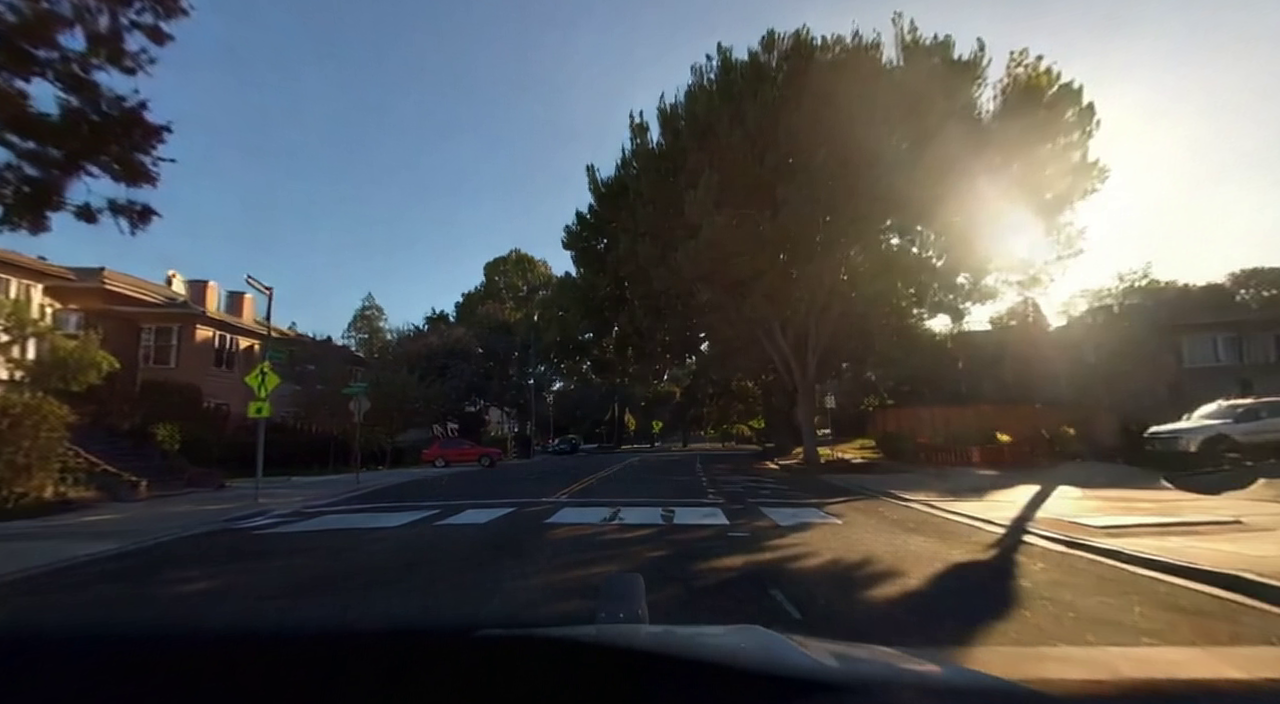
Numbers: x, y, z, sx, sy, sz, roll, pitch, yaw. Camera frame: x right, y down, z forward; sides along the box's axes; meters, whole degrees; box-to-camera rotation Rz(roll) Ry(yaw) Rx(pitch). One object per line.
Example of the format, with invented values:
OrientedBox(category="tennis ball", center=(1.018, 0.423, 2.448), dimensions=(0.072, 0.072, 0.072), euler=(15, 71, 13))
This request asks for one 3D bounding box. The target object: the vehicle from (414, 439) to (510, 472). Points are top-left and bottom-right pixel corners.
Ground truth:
OrientedBox(category="vehicle", center=(-9.085, 5.265, 32.372), dimensions=(4.377, 1.596, 1.836), euler=(-2, -9, 14))
